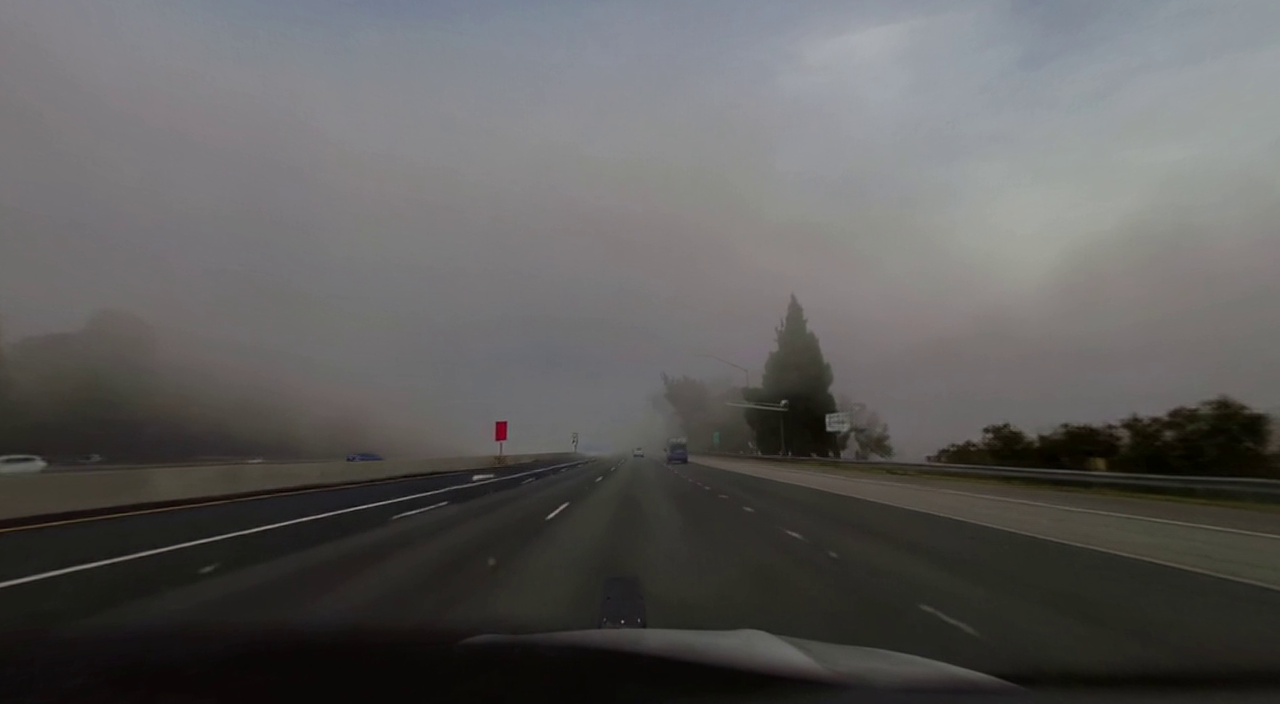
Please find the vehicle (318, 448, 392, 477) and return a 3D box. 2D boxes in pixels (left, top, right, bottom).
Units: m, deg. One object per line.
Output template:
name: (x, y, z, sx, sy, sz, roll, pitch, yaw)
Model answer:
vehicle: (-15.642, 6.075, 34.911, 1.903, 1.486, 4.666, 0, -9, 1)
